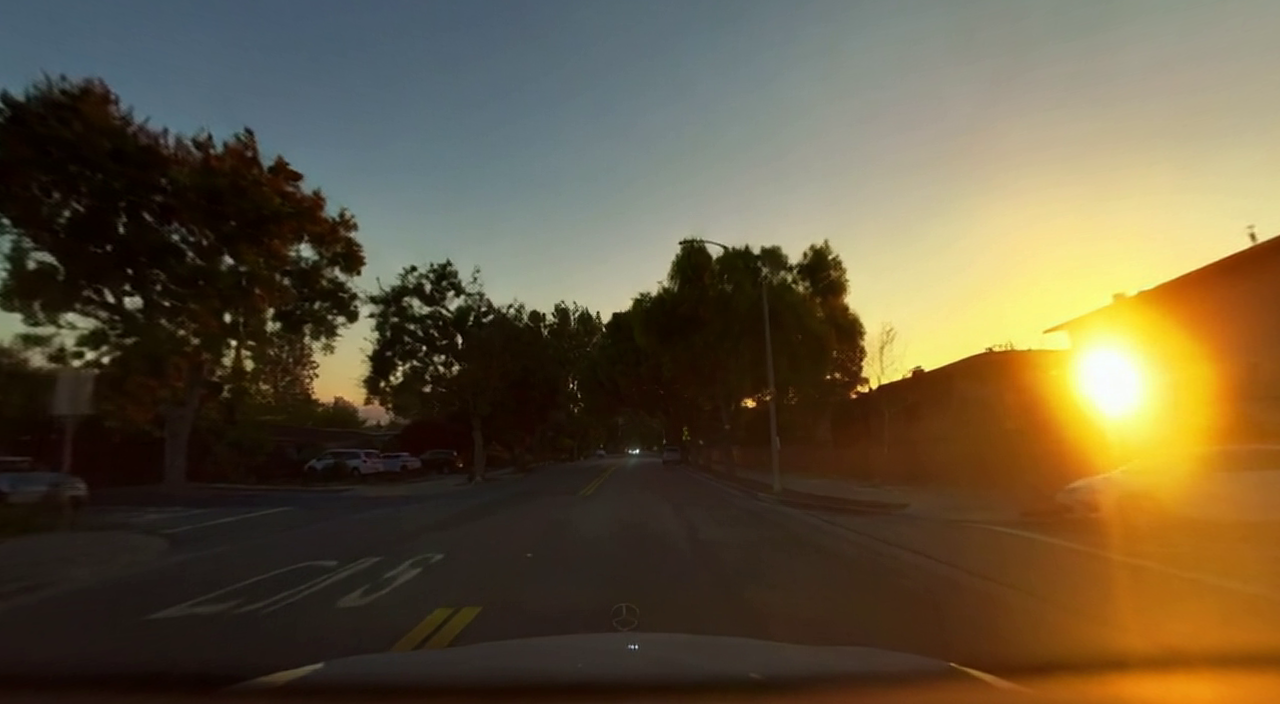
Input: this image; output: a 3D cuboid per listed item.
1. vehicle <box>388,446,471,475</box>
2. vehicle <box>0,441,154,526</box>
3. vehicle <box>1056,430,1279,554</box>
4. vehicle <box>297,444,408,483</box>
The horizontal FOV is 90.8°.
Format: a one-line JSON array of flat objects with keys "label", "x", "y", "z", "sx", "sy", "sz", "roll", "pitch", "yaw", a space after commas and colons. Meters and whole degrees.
[{"label": "vehicle", "x": -14.089, "y": 7.209, "z": 42.266, "sx": 5.275, "sy": 1.807, "sz": 2.279, "roll": -5, "pitch": -10, "yaw": 29}, {"label": "vehicle", "x": -15.821, "y": 3.361, "z": 16.713, "sx": 6.072, "sy": 1.882, "sz": 2.277, "roll": -5, "pitch": -10, "yaw": 29}, {"label": "vehicle", "x": 10.515, "y": 2.402, "z": 11.195, "sx": 4.854, "sy": 1.771, "sz": 2.123, "roll": -12, "pitch": -12, "yaw": 27}, {"label": "vehicle", "x": -14.809, "y": 5.715, "z": 32.795, "sx": 2.066, "sy": 1.852, "sz": 4.782, "roll": -6, "pitch": -10, "yaw": 34}]
